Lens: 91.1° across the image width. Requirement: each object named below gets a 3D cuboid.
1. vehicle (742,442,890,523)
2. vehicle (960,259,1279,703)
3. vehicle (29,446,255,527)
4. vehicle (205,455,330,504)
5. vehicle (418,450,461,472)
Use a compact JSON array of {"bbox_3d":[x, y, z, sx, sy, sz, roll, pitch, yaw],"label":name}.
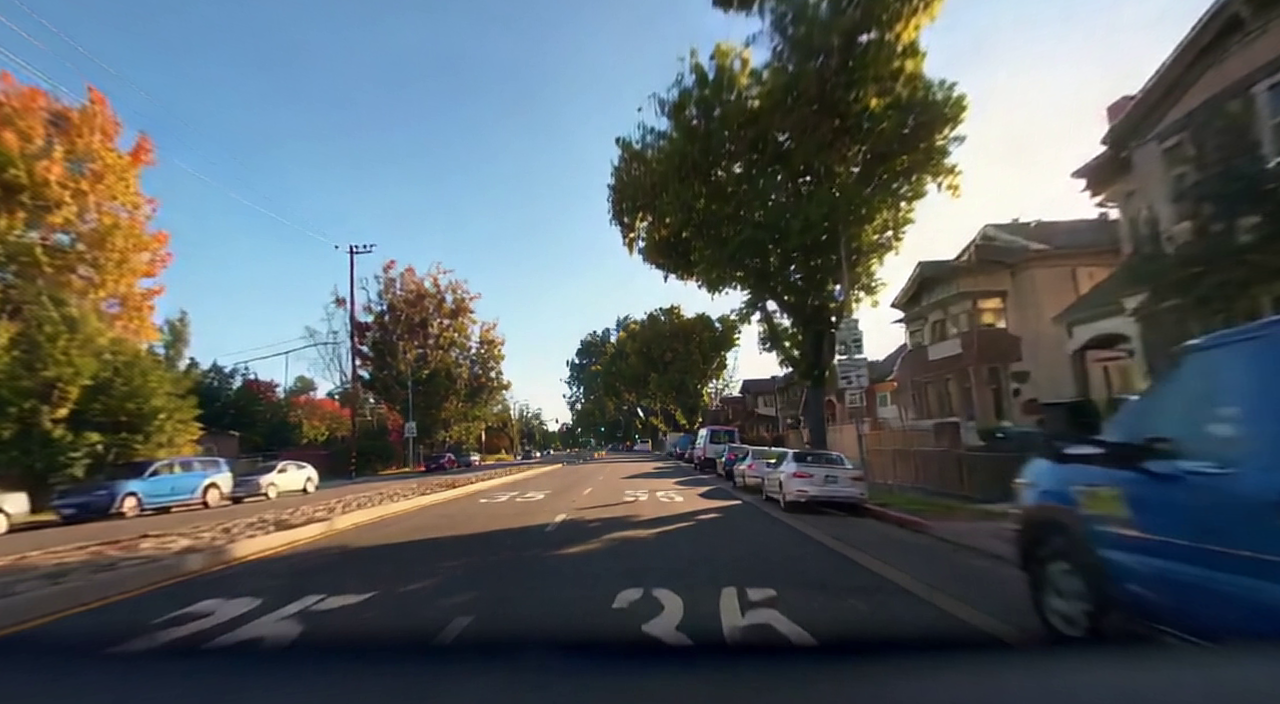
[{"bbox_3d":[3.495,2.662,13.409,1.827,1.422,4.340,0,-8,-1],"label":"vehicle"},{"bbox_3d":[3.389,0.565,1.483,2.278,1.976,5.589,0,-8,0],"label":"vehicle"},{"bbox_3d":[-13.051,3.482,17.027,2.128,1.854,4.943,0,-8,-2],"label":"vehicle"},{"bbox_3d":[-13.180,4.501,22.563,1.821,1.468,4.408,0,-8,-1],"label":"vehicle"},{"bbox_3d":[-15.523,8.422,48.717,1.992,1.517,4.426,0,-8,-2],"label":"vehicle"}]
